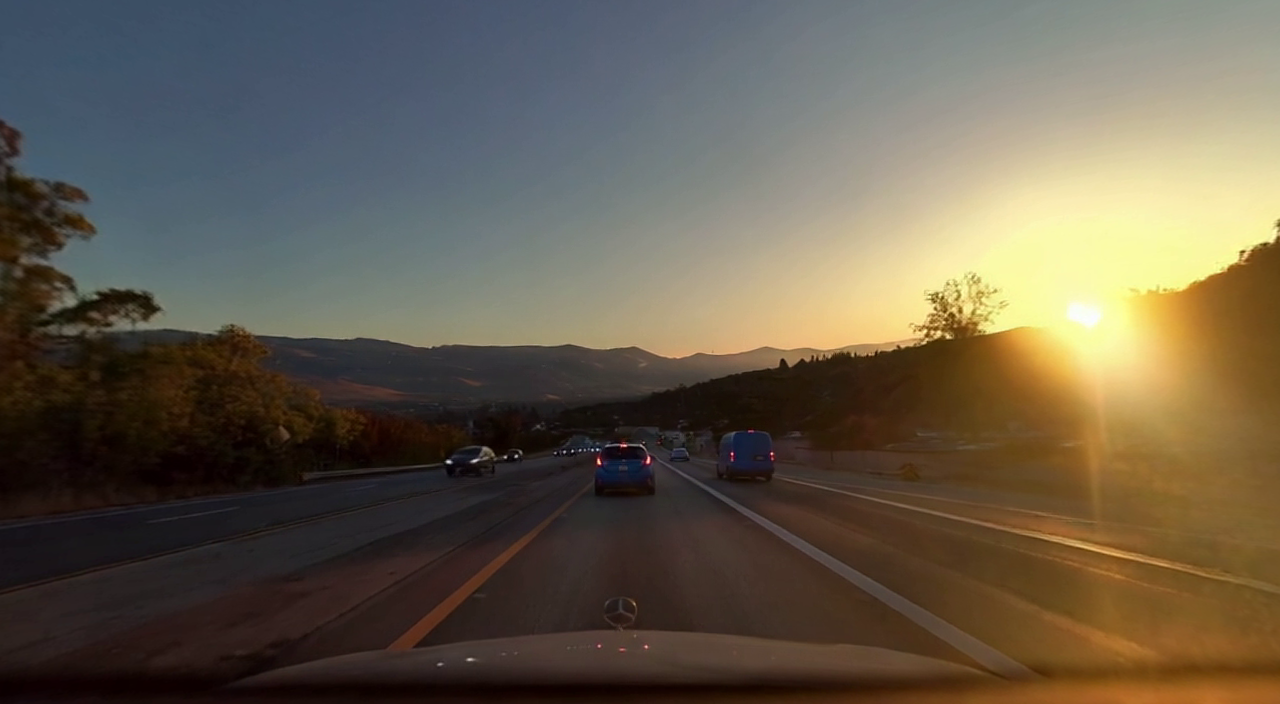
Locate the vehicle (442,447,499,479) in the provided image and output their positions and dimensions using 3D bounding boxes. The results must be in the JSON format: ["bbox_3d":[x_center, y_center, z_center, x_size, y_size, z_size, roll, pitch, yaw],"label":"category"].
[{"bbox_3d":[-8.812,5.775,32.879,1.851,1.542,4.150,0,-9,0],"label":"vehicle"}]

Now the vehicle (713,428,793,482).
[{"bbox_3d":[4.439,4.153,25.458,2.261,1.952,4.784,0,-9,-1],"label":"vehicle"}]

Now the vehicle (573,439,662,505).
[{"bbox_3d":[-0.518,3.037,16.269,2.029,1.483,3.769,0,-9,0],"label":"vehicle"}]
